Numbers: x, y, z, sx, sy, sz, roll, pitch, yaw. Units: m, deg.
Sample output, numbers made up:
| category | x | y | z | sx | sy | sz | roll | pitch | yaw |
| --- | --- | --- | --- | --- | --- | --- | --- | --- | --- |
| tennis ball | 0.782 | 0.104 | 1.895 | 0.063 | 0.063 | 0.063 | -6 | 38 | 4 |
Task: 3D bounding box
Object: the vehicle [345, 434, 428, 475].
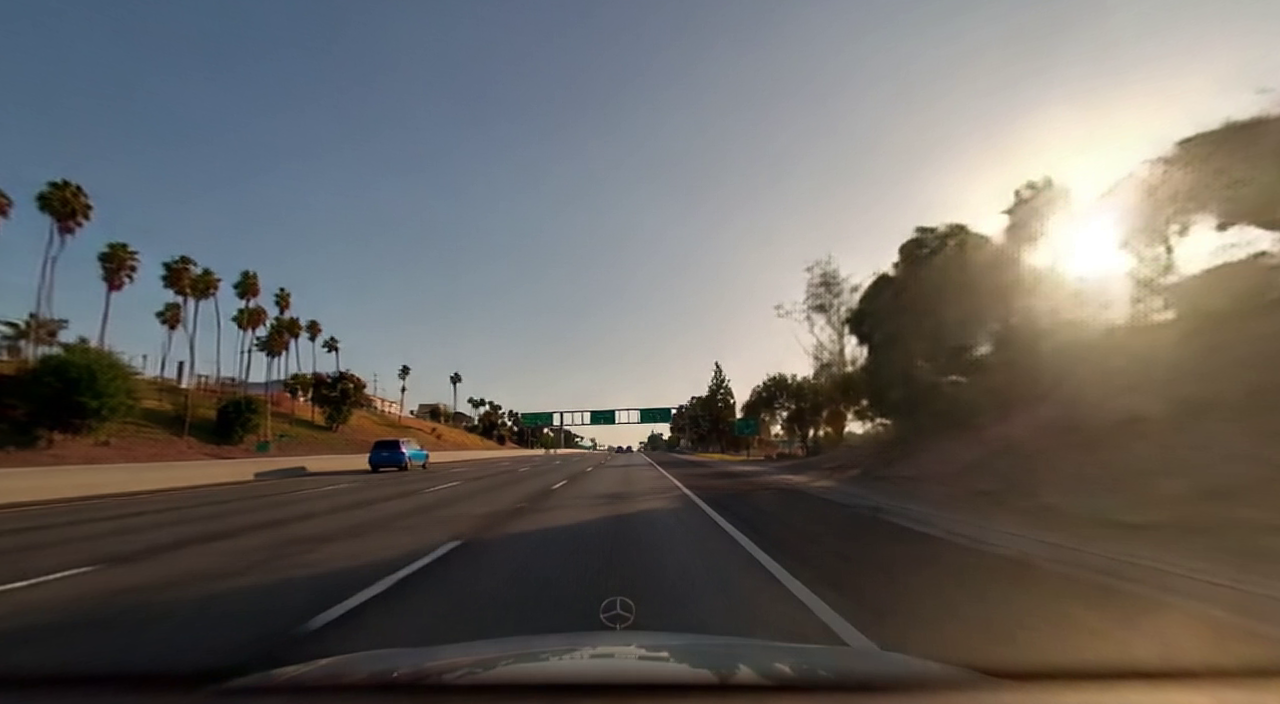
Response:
| category | x | y | z | sx | sy | sz | roll | pitch | yaw |
| --- | --- | --- | --- | --- | --- | --- | --- | --- | --- |
| vehicle | -11.833 | 4.821 | 29.844 | 2.016 | 1.754 | 4.543 | 0 | -8 | 0 |
